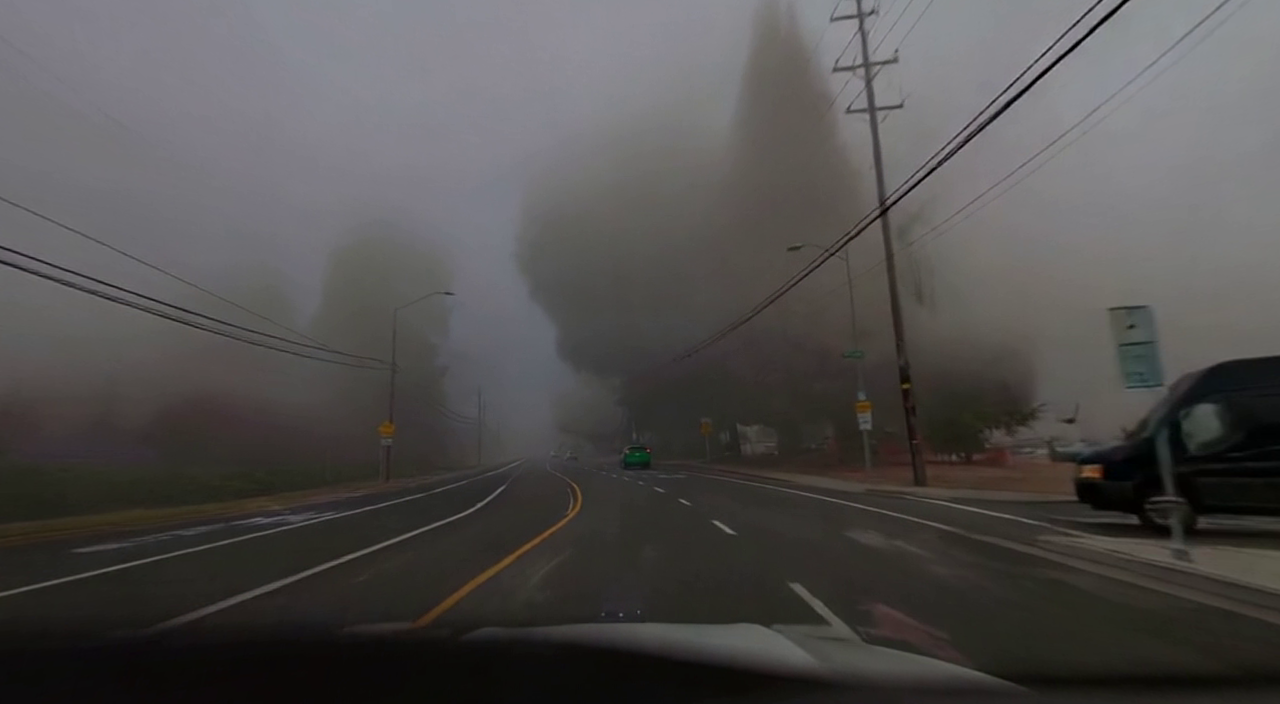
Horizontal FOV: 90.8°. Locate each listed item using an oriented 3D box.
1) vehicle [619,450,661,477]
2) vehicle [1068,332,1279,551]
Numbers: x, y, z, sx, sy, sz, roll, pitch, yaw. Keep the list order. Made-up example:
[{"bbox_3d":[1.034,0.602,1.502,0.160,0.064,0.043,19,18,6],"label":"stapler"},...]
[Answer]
[{"bbox_3d":[-0.057,6.616,37.631,2.015,1.467,4.117,1,-9,-7],"label":"vehicle"},{"bbox_3d":[11.088,1.271,9.092,7.877,3.012,2.916,-6,-11,32],"label":"vehicle"}]
